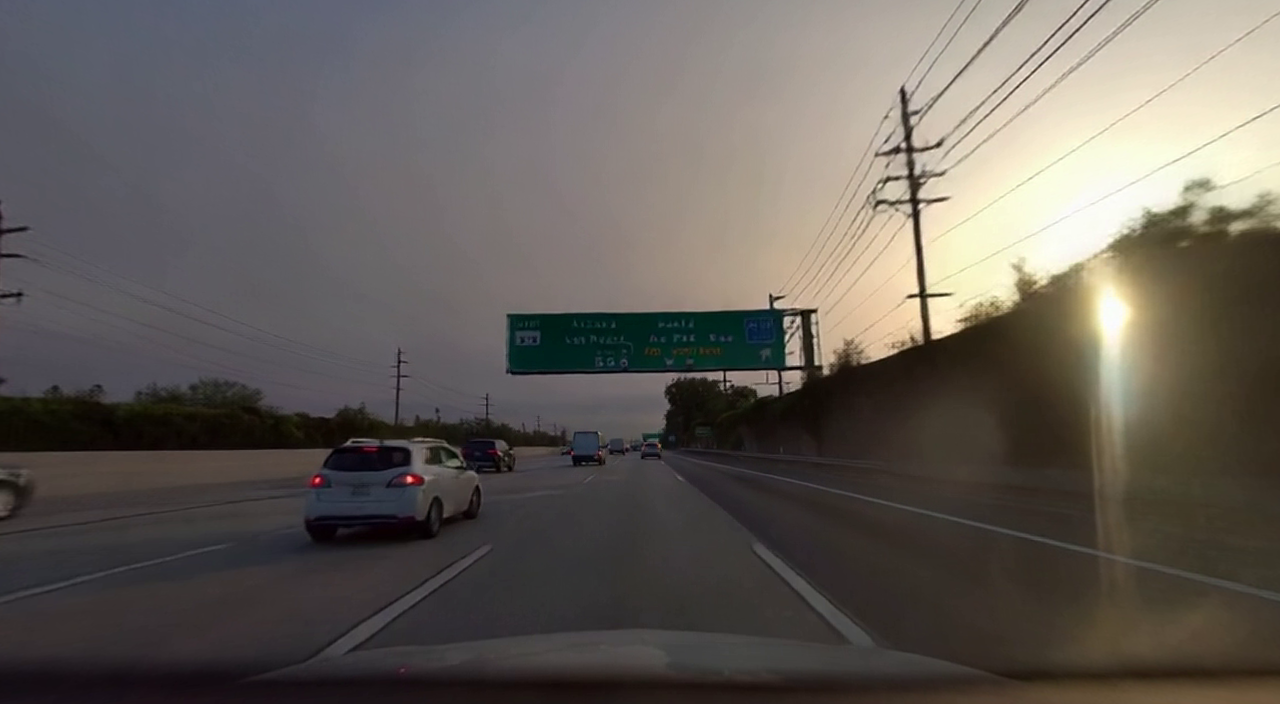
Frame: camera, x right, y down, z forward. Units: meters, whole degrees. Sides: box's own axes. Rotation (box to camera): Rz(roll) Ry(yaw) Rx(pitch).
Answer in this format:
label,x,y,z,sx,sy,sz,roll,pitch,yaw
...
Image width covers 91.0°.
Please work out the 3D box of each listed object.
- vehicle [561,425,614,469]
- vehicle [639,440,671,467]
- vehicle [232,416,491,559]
label,x,y,z,sx,sy,sz,roll,pitch,yaw
vehicle,-3.643,6.972,46.235,2.915,2.885,9.394,0,-9,1
vehicle,1.010,6.843,42.556,2.038,1.677,4.219,0,-9,2
vehicle,-3.820,1.930,9.629,1.976,1.688,4.124,0,-9,1
